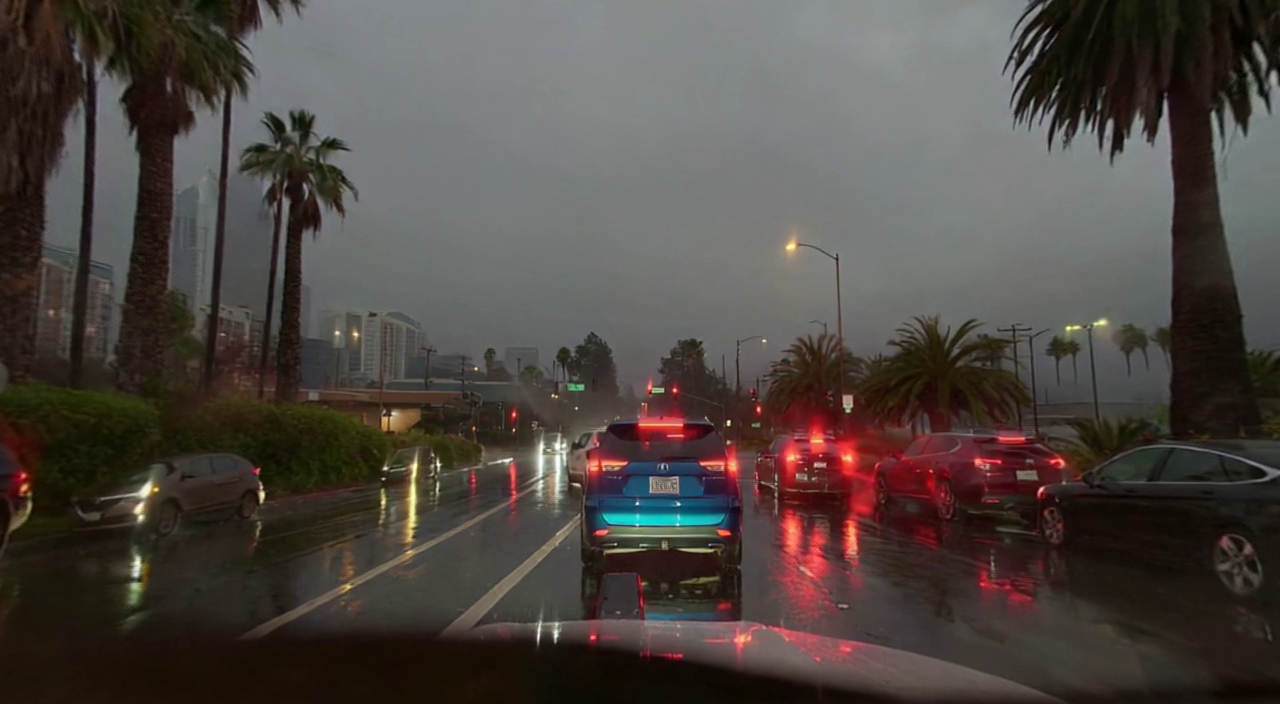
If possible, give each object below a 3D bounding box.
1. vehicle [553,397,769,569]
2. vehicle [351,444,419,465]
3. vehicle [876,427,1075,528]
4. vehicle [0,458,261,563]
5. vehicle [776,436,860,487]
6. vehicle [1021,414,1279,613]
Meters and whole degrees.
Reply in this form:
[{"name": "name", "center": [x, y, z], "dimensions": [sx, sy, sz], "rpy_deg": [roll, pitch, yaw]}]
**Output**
[{"name": "vehicle", "center": [0.261, 1.696, 8.871], "dimensions": [2.264, 1.798, 4.258], "rpy_deg": [0, -8, 1]}, {"name": "vehicle", "center": [-18.750, 7.574, 46.664], "dimensions": [1.759, 1.457, 4.297], "rpy_deg": [-7, -11, 37]}, {"name": "vehicle", "center": [6.668, 2.521, 13.238], "dimensions": [1.930, 1.736, 4.329], "rpy_deg": [-1, -8, 3]}, {"name": "vehicle", "center": [-9.582, 2.806, 11.889], "dimensions": [2.054, 1.467, 4.595], "rpy_deg": [-3, -9, 0]}, {"name": "vehicle", "center": [6.518, 4.042, 23.606], "dimensions": [1.948, 1.729, 4.023], "rpy_deg": [0, -8, 0]}, {"name": "vehicle", "center": [6.440, 1.599, 6.920], "dimensions": [1.935, 1.672, 4.139], "rpy_deg": [0, -8, 1]}]
